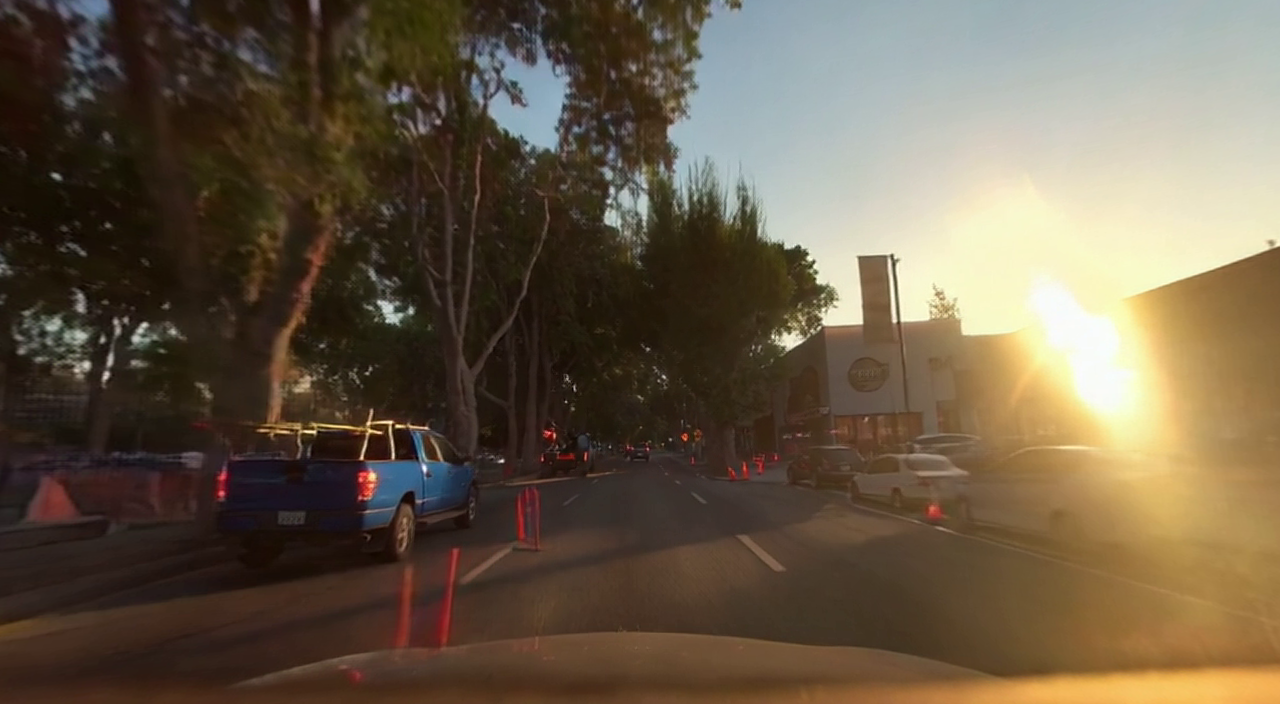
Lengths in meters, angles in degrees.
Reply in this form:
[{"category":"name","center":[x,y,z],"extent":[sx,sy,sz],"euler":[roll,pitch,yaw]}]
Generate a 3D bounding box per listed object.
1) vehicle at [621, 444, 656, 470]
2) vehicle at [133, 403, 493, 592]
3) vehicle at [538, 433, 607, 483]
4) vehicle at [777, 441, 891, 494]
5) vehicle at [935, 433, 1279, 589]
[{"category":"vehicle","center":[-0.183,7.580,45.821],"extent":[2.413,1.748,4.406],"euler":[0,-9,-2]},{"category":"vehicle","center":[-3.634,1.719,8.292],"extent":[2.327,1.775,4.430],"euler":[0,-9,0]},{"category":"vehicle","center":[-2.942,4.832,29.138],"extent":[2.424,2.063,5.678],"euler":[0,-9,2]},{"category":"vehicle","center":[6.599,3.978,22.219],"extent":[2.126,1.642,4.888],"euler":[0,-9,-4]},{"category":"vehicle","center":[6.031,1.910,8.537],"extent":[2.045,1.505,4.615],"euler":[-1,-9,3]}]
